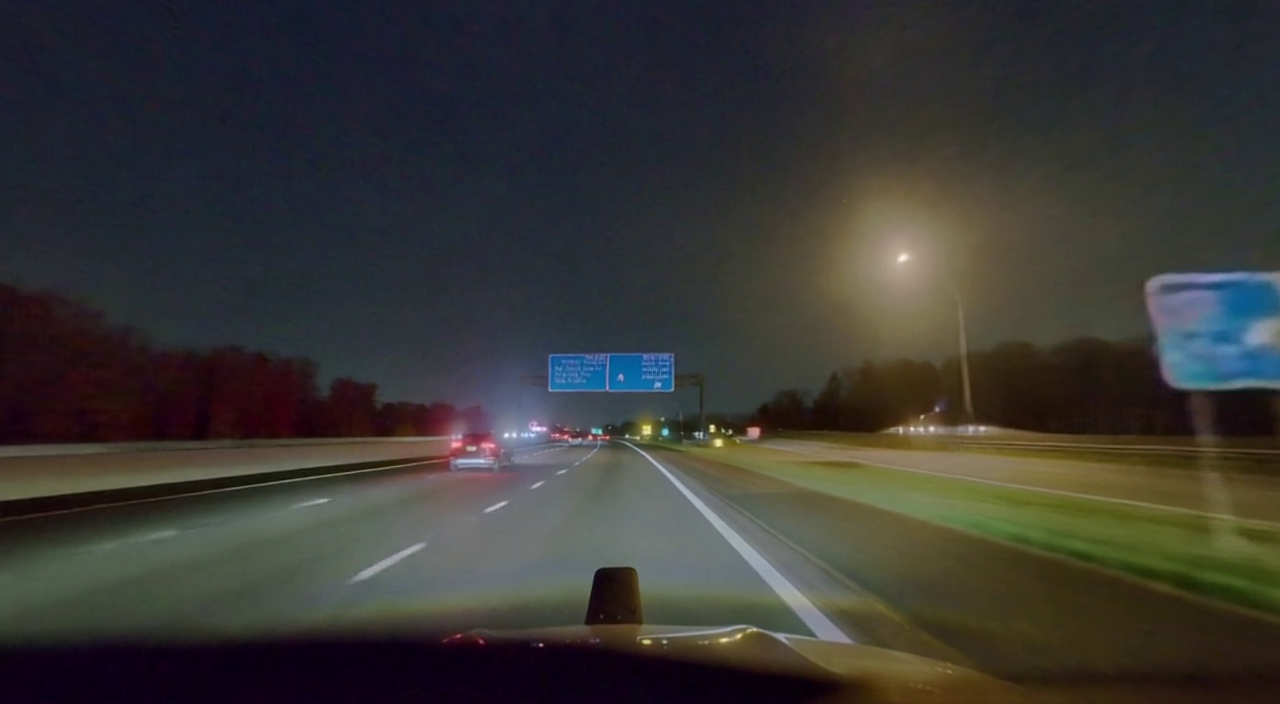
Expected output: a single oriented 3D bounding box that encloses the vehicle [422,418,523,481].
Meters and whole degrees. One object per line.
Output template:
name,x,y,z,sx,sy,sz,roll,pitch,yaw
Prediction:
vehicle,-4.992,2.955,19.325,2.007,1.727,4.040,0,-8,0
